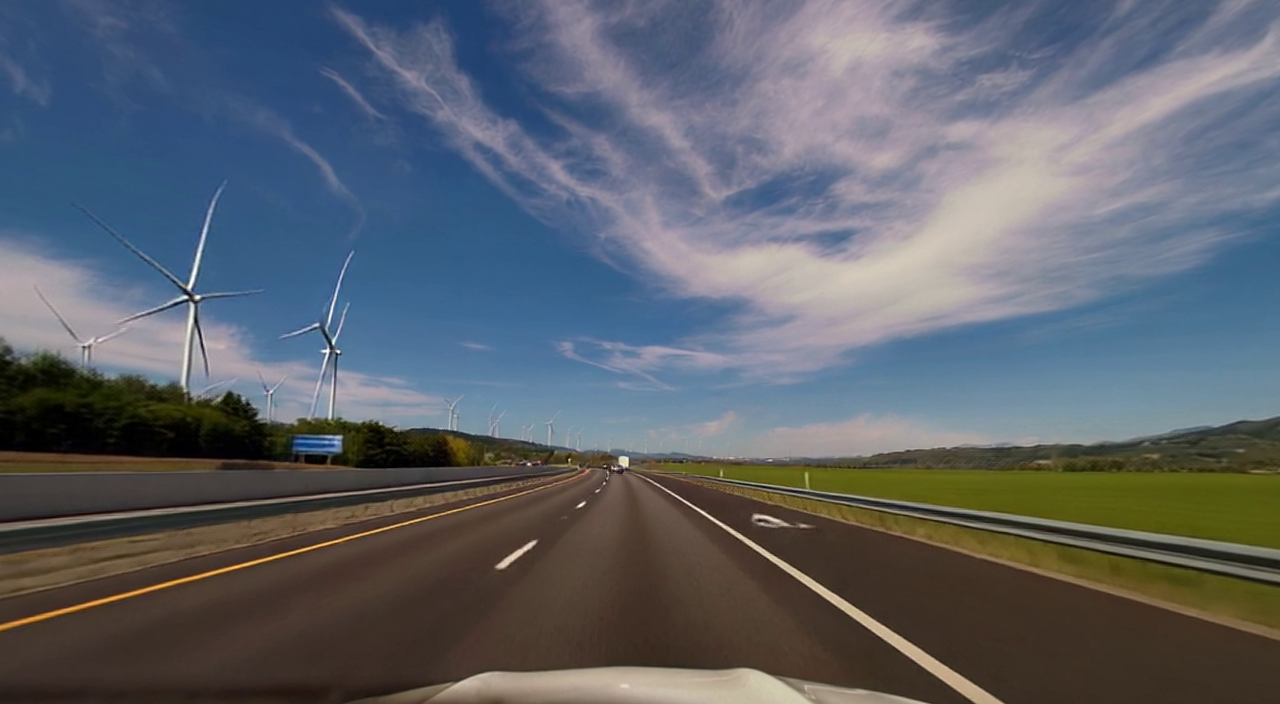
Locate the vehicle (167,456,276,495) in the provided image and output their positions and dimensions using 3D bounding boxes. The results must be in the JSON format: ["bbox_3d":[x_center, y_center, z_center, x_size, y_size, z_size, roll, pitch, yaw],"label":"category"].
[{"bbox_3d":[-17.285,5.116,26.270,1.818,1.471,3.973,1,-10,-1],"label":"vehicle"}]
